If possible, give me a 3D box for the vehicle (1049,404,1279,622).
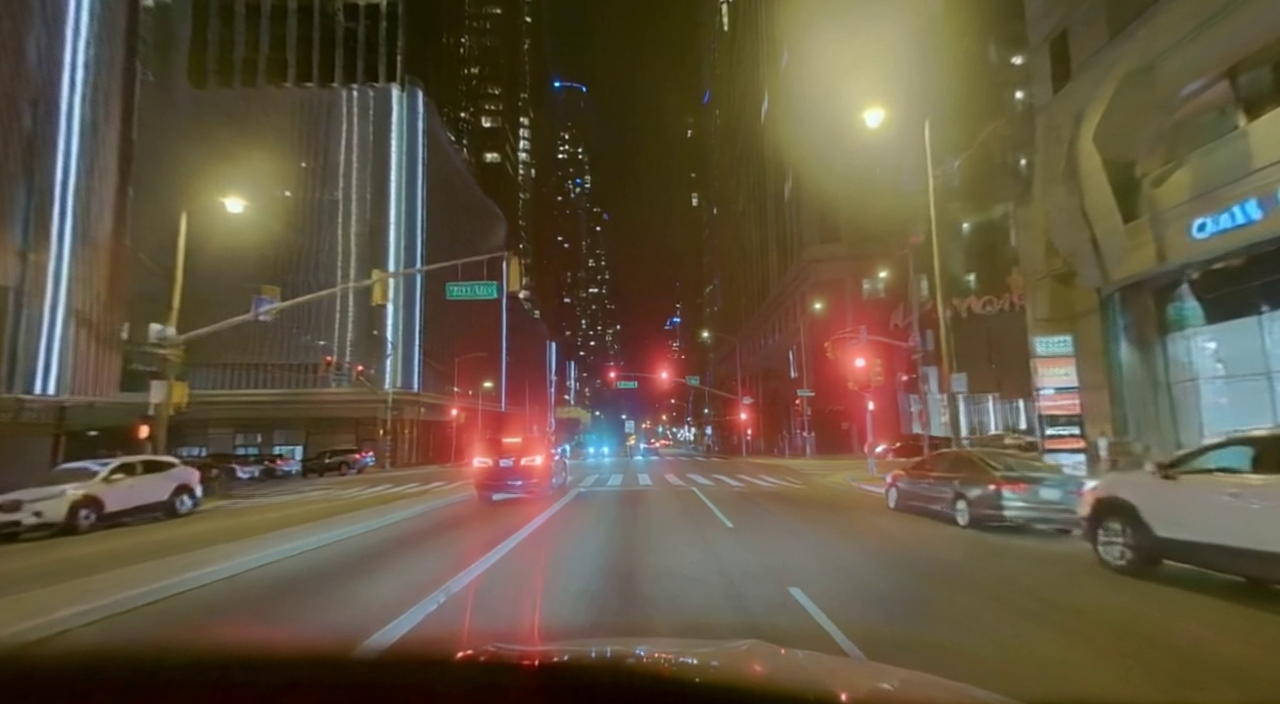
[{"bbox_3d":[5.927,1.287,5.172,1.918,1.674,4.779,0,-8,0],"label":"vehicle"}]

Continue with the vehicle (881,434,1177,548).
[{"bbox_3d":[5.969,2.137,10.541,1.929,1.464,4.494,0,-8,-3],"label":"vehicle"}]

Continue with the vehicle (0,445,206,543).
[{"bbox_3d":[-12.362,3.104,14.454,1.890,1.781,4.331,-3,-8,-2],"label":"vehicle"}]

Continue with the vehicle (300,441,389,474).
[{"bbox_3d":[-21.179,7.558,45.339,5.283,1.959,2.453,-3,-7,0],"label":"vehicle"}]

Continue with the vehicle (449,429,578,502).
[{"bbox_3d":[-2.806,2.659,15.267,2.014,1.480,4.780,0,-8,2],"label":"vehicle"}]

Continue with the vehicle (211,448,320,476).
[{"bbox_3d":[-21.383,6.282,36.139,4.791,1.506,2.244,0,-8,0],"label":"vehicle"}]
